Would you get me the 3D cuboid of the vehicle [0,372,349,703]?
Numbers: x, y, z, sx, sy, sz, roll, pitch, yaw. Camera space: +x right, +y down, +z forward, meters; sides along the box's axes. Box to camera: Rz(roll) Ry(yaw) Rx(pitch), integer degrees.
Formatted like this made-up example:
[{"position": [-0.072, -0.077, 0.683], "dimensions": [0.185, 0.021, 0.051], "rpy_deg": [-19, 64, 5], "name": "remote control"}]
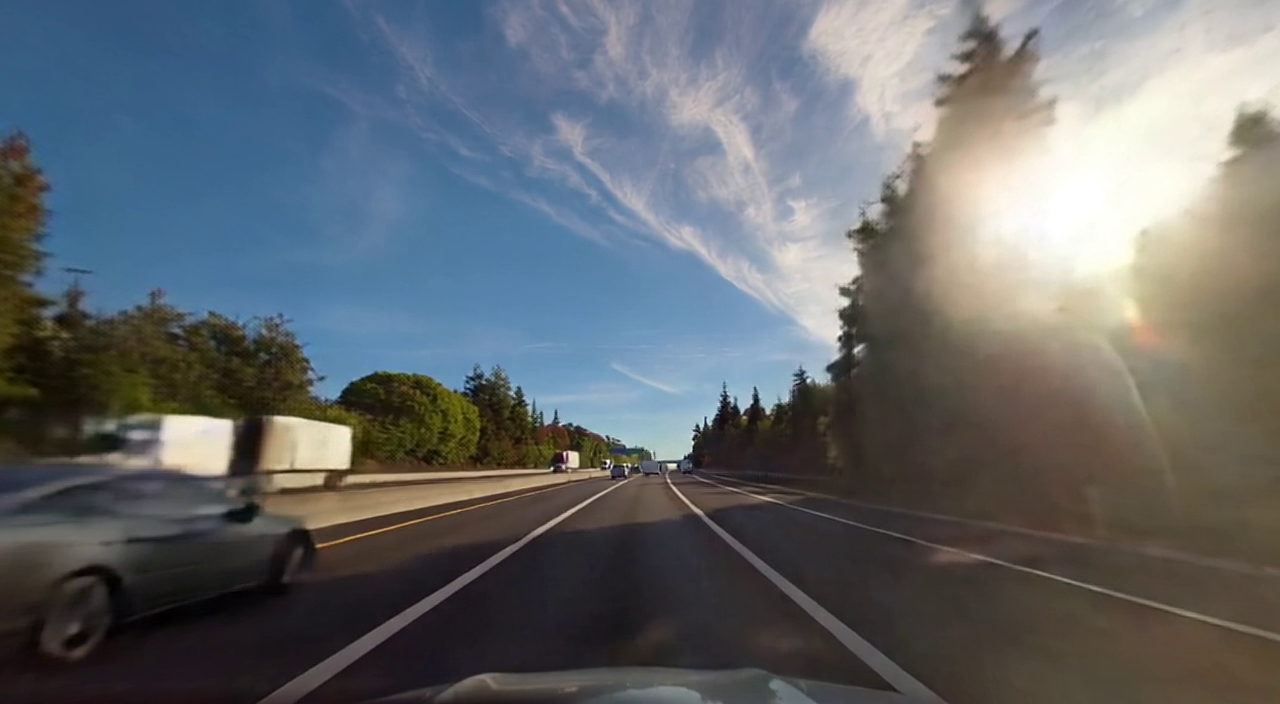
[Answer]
[{"position": [-4.134, 1.141, 4.233], "dimensions": [2.053, 1.657, 4.725], "rpy_deg": [1, -11, 0], "name": "vehicle"}]
